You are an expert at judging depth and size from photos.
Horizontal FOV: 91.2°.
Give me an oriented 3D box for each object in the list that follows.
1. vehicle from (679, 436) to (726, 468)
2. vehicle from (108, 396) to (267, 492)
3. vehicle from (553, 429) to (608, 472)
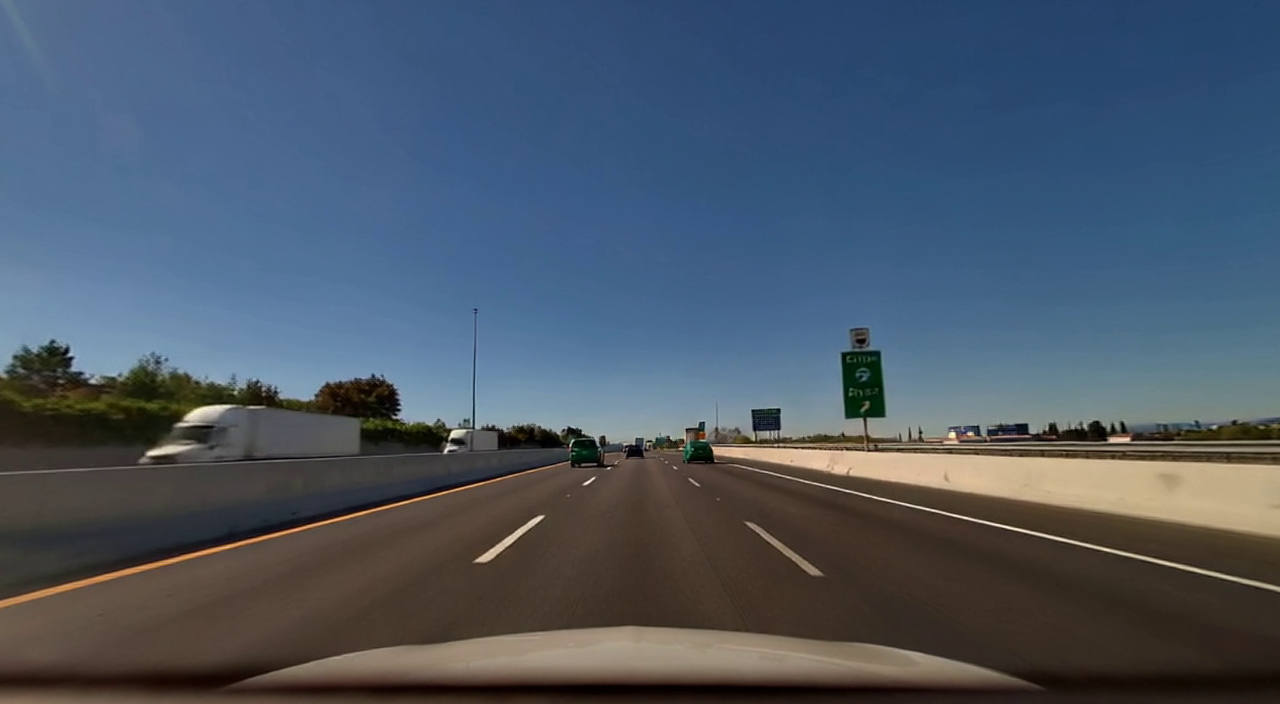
[{"bbox_3d":[3.521,5.706,36.005,2.202,1.682,4.188,0,-8,0],"label":"vehicle"},{"bbox_3d":[-21.299,4.390,30.124,2.967,4.087,6.094,0,-8,-1],"label":"vehicle"},{"bbox_3d":[-3.061,5.222,33.383,2.291,2.052,4.887,0,-8,1],"label":"vehicle"}]
